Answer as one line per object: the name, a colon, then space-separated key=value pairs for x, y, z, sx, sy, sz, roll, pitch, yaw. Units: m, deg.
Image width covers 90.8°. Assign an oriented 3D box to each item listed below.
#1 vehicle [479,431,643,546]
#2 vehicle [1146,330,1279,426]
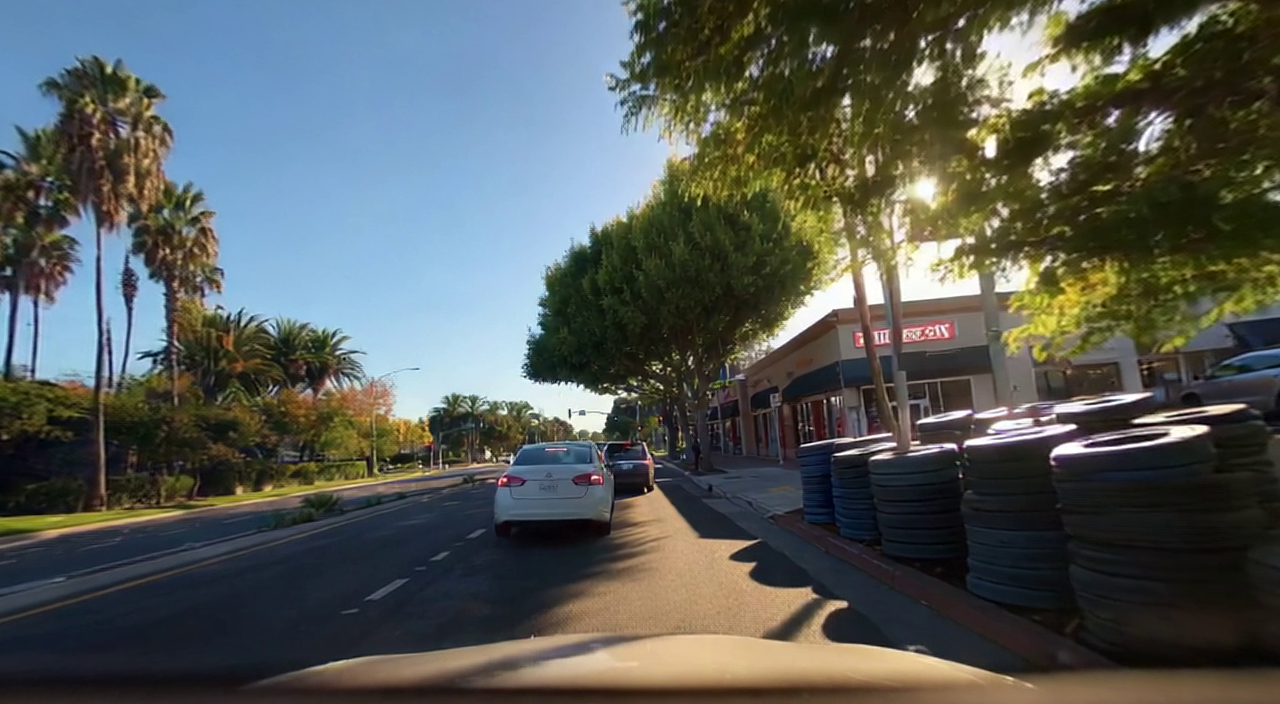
vehicle: x=-1.102 y=2.116 z=10.466 sx=2.169 sy=1.495 sz=4.048 roll=0 pitch=-8 yaw=-2
vehicle: x=13.322 y=0.550 z=12.968 sx=1.854 sy=1.693 sz=4.798 roll=-1 pitch=-9 yaw=0
